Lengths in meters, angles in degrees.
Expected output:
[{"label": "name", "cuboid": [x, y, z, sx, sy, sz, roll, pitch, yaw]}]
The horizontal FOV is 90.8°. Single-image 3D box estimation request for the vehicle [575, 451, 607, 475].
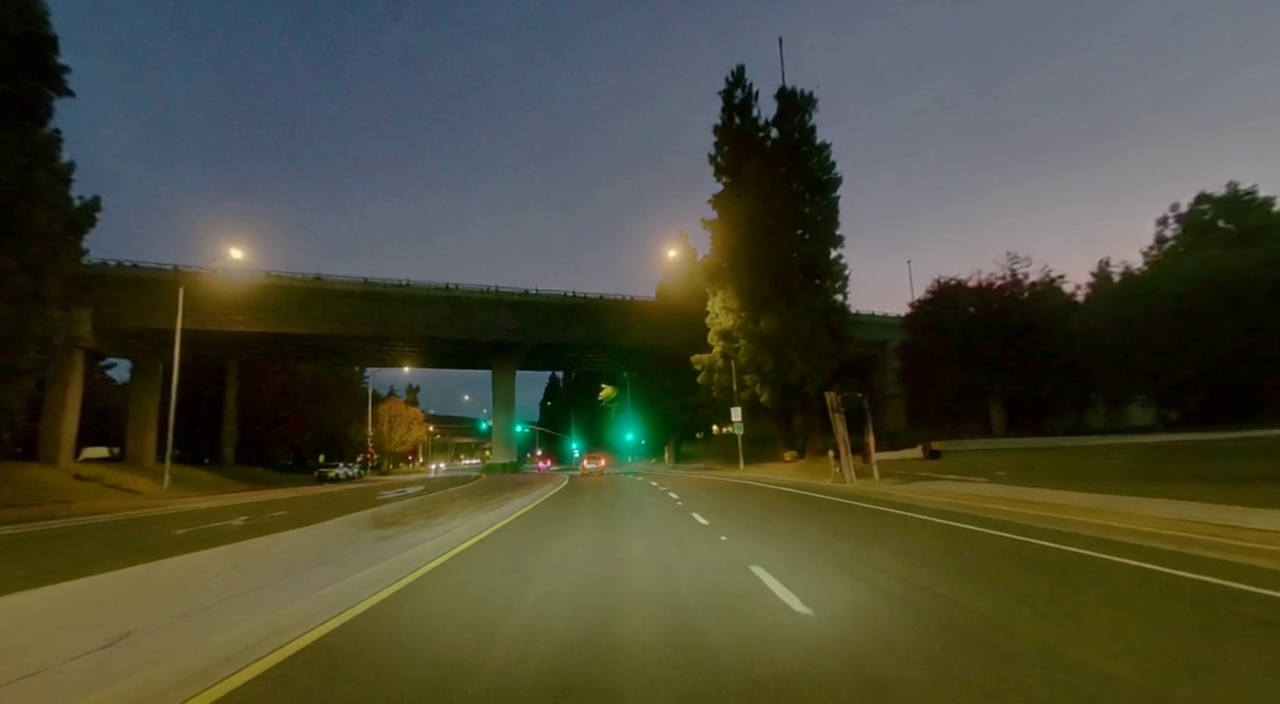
[{"label": "vehicle", "cuboid": [-3.857, 8.558, 48.887, 2.184, 1.713, 4.231, 1, -9, -8]}]
